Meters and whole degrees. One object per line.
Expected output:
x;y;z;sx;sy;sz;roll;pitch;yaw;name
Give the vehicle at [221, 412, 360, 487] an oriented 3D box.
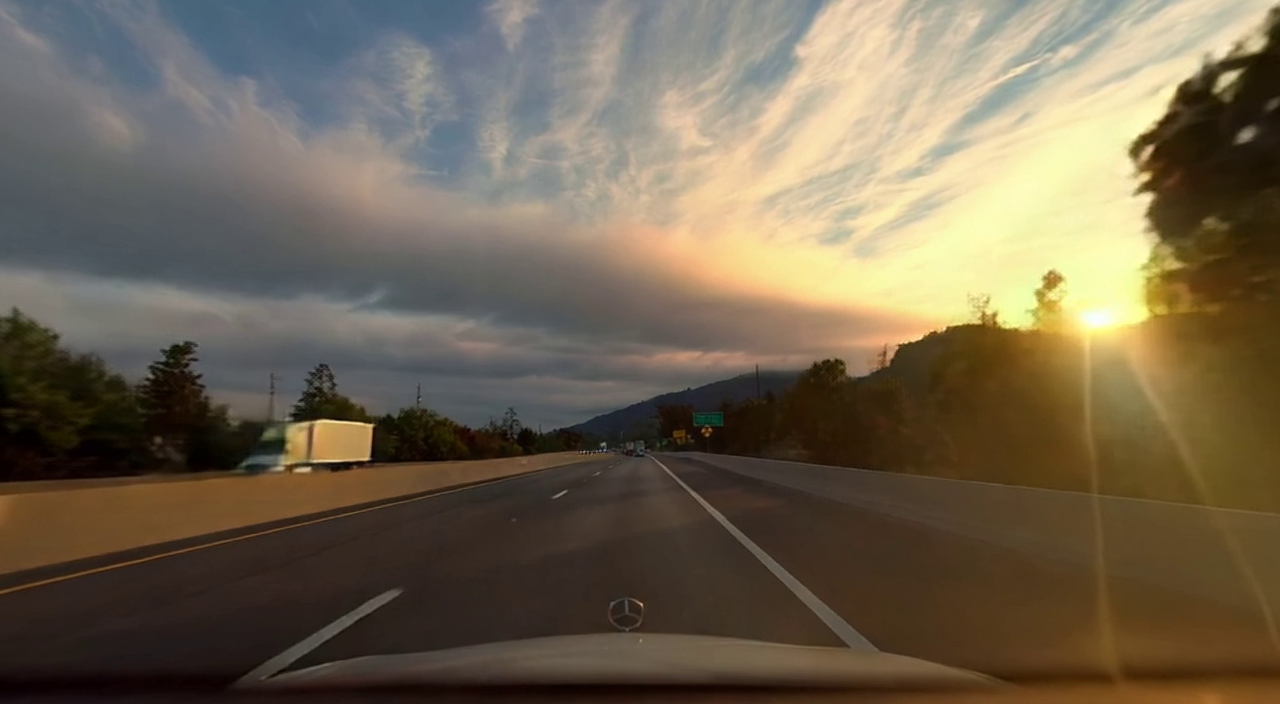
-17.185;4.918;31.745;2.673;3.263;7.575;-1;-9;-1;vehicle
